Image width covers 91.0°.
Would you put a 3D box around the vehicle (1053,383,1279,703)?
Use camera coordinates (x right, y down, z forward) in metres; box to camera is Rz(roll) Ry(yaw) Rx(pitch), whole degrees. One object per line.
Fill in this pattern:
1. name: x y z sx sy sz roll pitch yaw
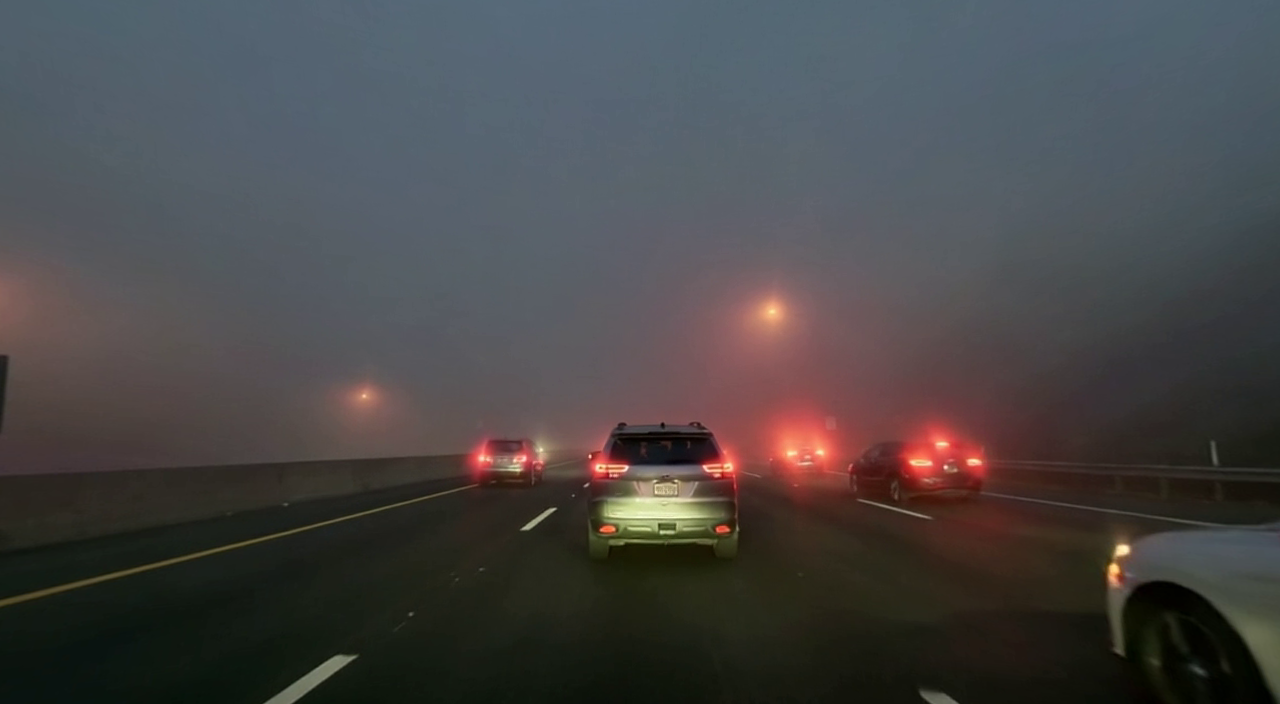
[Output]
1. vehicle: 3.278 0.705 1.064 2.028 1.534 4.691 0 -9 1

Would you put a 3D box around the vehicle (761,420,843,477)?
1. vehicle: 7.697 4.710 30.709 2.390 2.503 5.788 0 -9 0

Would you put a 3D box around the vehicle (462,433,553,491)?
1. vehicle: -4.394 3.756 21.727 2.047 1.755 4.638 0 -9 1

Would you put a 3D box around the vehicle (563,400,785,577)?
1. vehicle: 0.213 1.677 8.374 2.230 1.740 3.976 1 -9 -4

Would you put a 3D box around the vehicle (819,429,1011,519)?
1. vehicle: 5.765 2.620 13.989 1.972 1.647 4.429 1 -9 -5
